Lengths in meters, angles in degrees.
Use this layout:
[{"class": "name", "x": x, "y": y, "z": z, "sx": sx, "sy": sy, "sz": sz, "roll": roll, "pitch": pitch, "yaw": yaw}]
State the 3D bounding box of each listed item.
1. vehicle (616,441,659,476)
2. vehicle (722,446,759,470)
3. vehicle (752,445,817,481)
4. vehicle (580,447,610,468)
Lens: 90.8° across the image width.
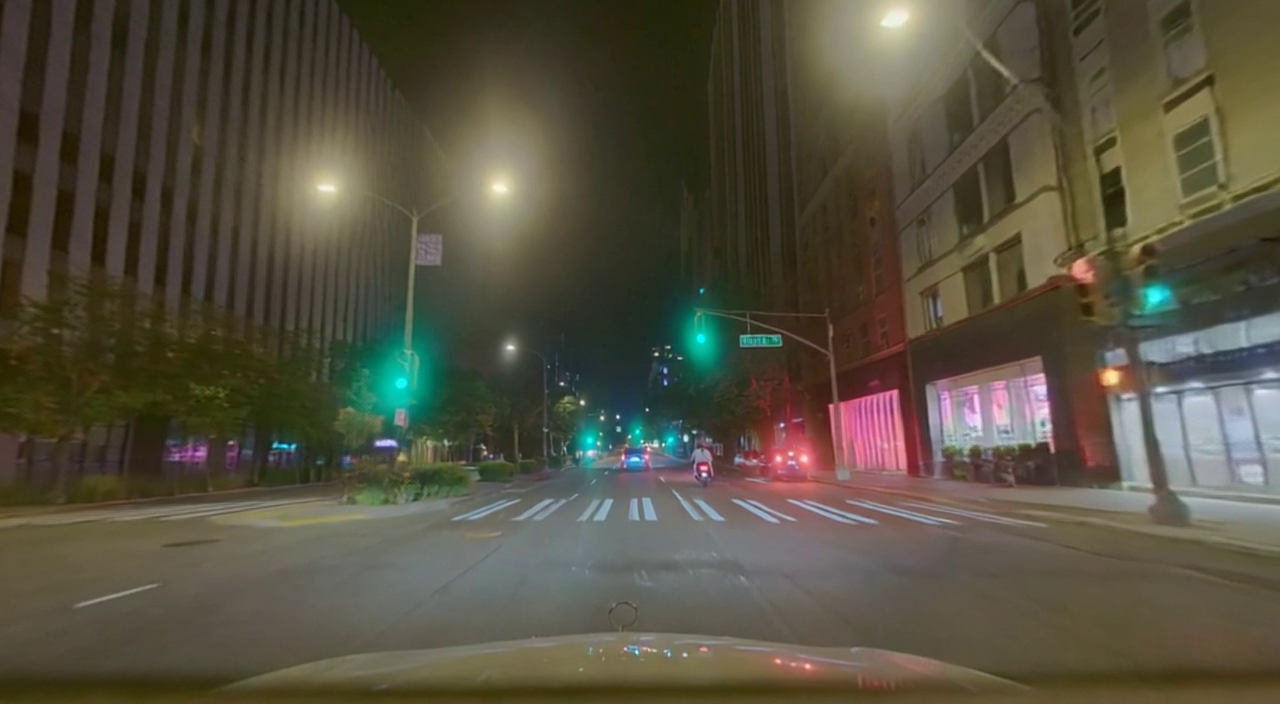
[{"class": "vehicle", "x": -0.188, "y": 5.785, "z": 34.734, "sx": 2.223, "sy": 1.775, "sz": 4.250, "roll": 0, "pitch": -8, "yaw": -2}, {"class": "vehicle", "x": 6.878, "y": 7.257, "z": 43.471, "sx": 1.785, "sy": 1.586, "sz": 3.896, "roll": 0, "pitch": -8, "yaw": -2}, {"class": "vehicle", "x": 6.780, "y": 5.234, "z": 30.153, "sx": 2.069, "sy": 1.590, "sz": 4.066, "roll": 0, "pitch": -8, "yaw": -1}, {"class": "vehicle", "x": -3.435, "y": 8.099, "z": 48.589, "sx": 2.014, "sy": 1.470, "sz": 4.552, "roll": 0, "pitch": -8, "yaw": -1}]
